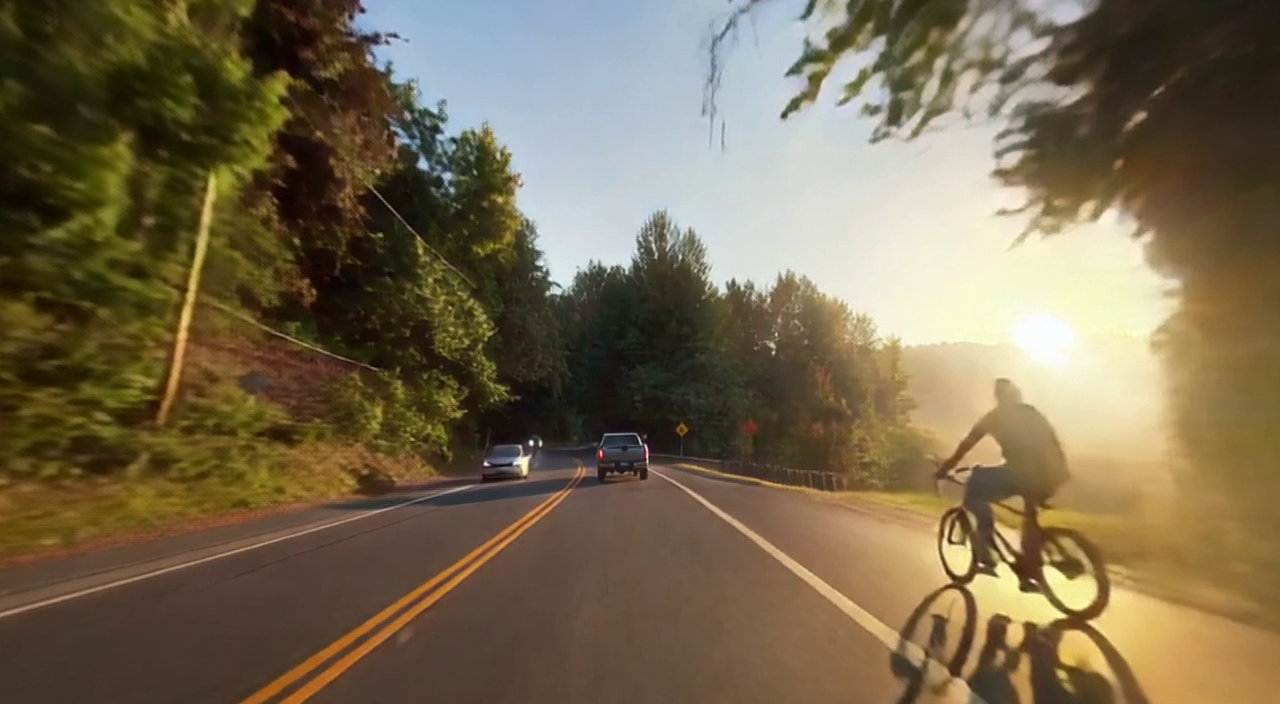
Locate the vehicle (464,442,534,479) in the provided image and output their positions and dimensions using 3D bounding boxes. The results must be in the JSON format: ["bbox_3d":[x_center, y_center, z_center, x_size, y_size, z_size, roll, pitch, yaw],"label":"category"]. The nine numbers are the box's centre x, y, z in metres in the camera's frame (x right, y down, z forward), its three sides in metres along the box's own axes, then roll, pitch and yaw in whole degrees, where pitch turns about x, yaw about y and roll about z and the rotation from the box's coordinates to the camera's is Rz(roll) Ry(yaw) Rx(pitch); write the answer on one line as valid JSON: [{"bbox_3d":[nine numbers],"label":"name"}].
[{"bbox_3d":[-5.956,4.605,27.227,2.198,1.459,4.398,0,-8,-3],"label":"vehicle"}]

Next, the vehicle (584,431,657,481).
[{"bbox_3d":[-0.865,4.163,25.680,2.631,1.798,5.331,0,-8,-3],"label":"vehicle"}]
